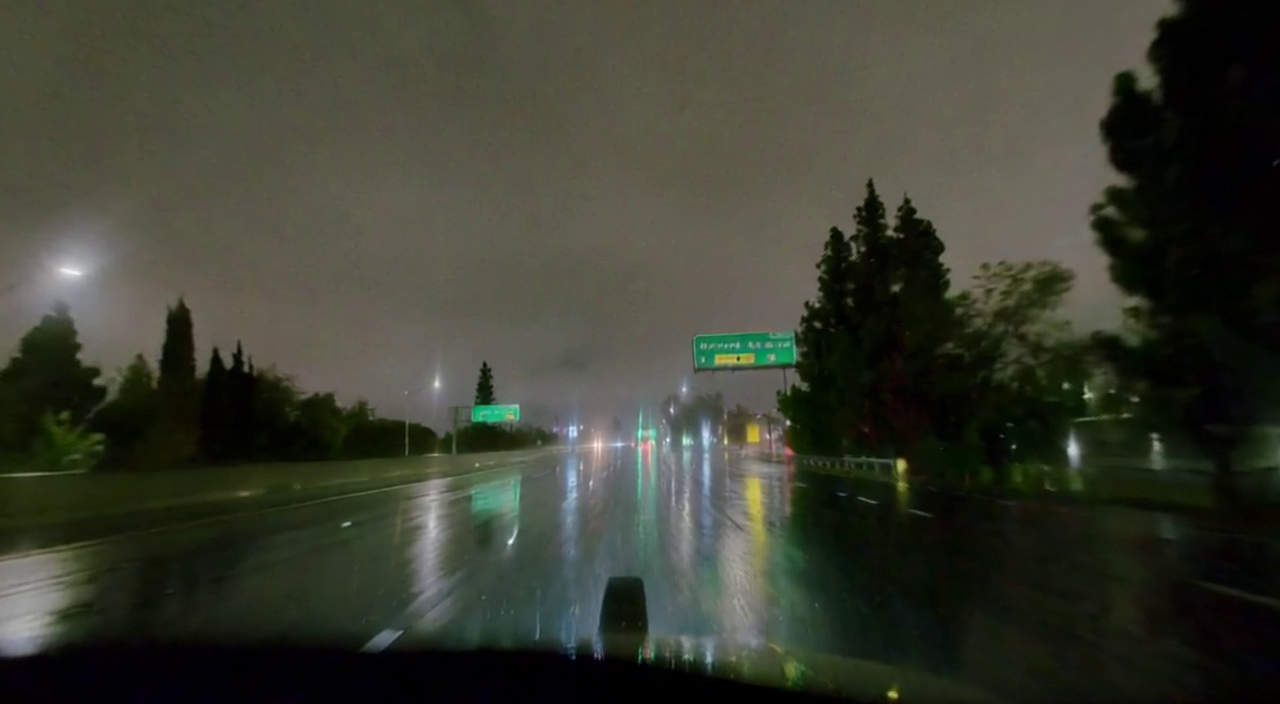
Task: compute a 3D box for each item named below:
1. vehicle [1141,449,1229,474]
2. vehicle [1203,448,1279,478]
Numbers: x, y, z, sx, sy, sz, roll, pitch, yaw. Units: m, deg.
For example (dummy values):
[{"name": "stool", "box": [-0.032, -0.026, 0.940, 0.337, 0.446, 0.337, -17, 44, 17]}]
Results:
[{"name": "vehicle", "box": [41.152, 8.260, 47.713, 4.709, 1.790, 1.939, 0, -8, 1]}, {"name": "vehicle", "box": [42.266, 7.630, 43.420, 4.888, 1.742, 2.113, -3, -8, 0]}]
